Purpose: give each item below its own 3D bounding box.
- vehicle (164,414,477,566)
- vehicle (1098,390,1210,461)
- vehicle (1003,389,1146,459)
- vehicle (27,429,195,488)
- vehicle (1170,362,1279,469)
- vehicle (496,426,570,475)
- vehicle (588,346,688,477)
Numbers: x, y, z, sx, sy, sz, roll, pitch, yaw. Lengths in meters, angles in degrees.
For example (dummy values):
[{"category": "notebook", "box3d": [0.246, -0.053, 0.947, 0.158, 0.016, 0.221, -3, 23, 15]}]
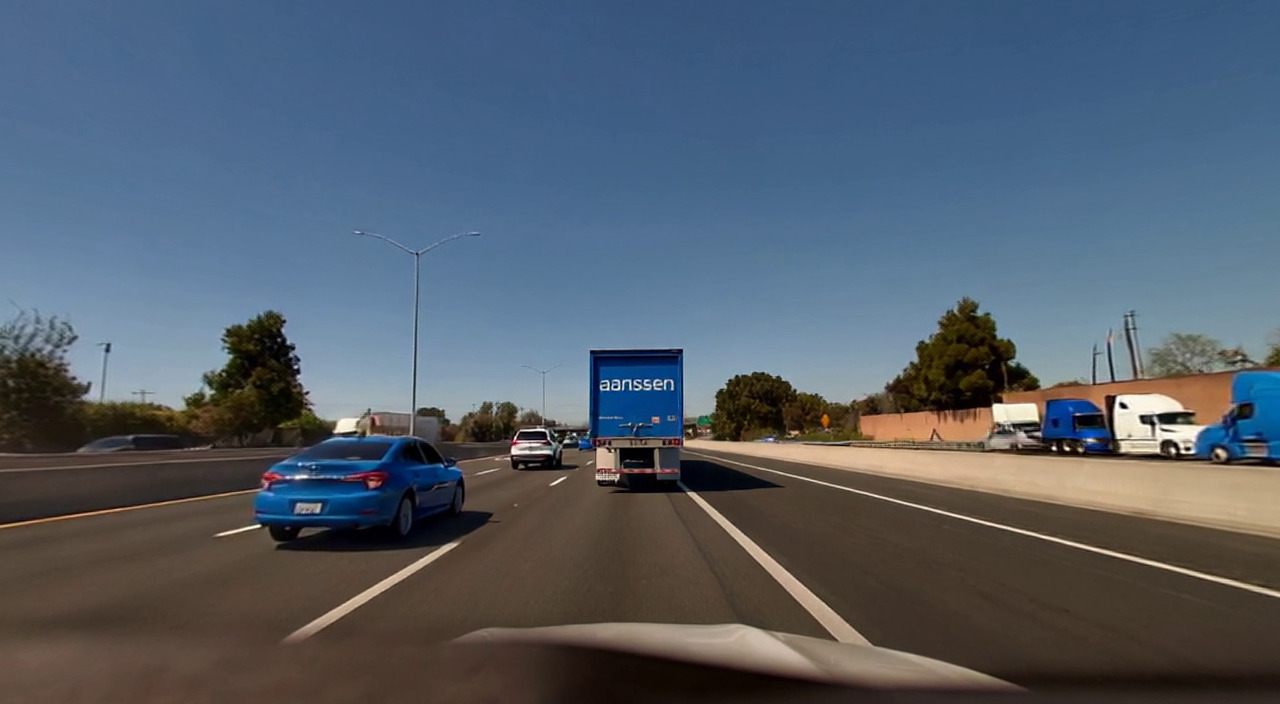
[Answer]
[{"category": "vehicle", "box3d": [-3.777, 1.682, 8.538, 1.964, 1.507, 4.361, 0, -8, 0]}, {"category": "vehicle", "box3d": [19.556, 2.830, 24.084, 1.658, 2.523, 2.851, 0, -8, -2]}, {"category": "vehicle", "box3d": [18.937, 3.240, 27.839, 2.432, 2.753, 5.388, 0, -8, 1]}, {"category": "vehicle", "box3d": [-19.445, 3.958, 23.494, 2.071, 1.937, 4.709, 0, -9, 1]}, {"category": "vehicle", "box3d": [19.380, 1.871, 18.443, 2.443, 3.006, 5.844, 0, -8, 1]}, {"category": "vehicle", "box3d": [-3.760, 3.532, 22.785, 1.946, 1.599, 4.073, 0, -8, 0]}, {"category": "vehicle", "box3d": [-0.135, 2.623, 25.694, 3.171, 4.204, 11.036, 0, -8, -1]}]
